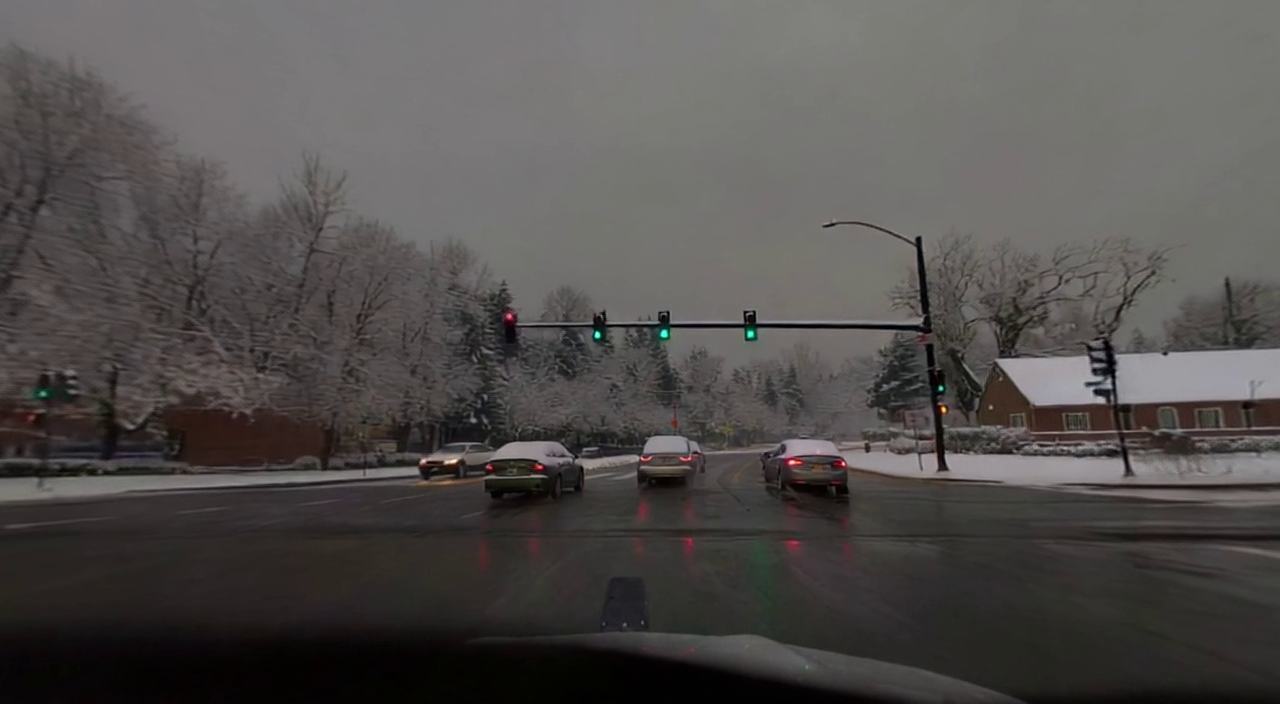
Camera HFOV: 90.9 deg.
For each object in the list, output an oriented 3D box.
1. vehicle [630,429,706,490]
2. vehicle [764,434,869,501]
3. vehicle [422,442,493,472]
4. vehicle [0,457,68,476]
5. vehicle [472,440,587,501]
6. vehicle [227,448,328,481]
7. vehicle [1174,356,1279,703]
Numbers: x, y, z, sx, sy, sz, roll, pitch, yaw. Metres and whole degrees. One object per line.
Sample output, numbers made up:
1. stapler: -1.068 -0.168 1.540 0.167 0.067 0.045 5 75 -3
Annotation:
1. vehicle: 1.031 3.501 20.847 2.250 1.768 4.574 -1 -9 5
2. vehicle: 4.423 2.940 16.364 1.859 1.540 3.454 -1 -9 3
3. vehicle: -9.898 5.725 34.605 2.009 1.527 4.534 -2 -9 9
4. vehicle: -47.336 8.918 49.212 3.648 1.387 1.853 -1 -9 7
5. vehicle: -2.901 3.235 17.709 2.006 1.464 4.586 -1 -9 5
6. vehicle: -17.381 5.385 30.546 1.869 1.449 4.417 -1 -9 7
7. vehicle: 3.481 0.541 0.445 2.106 1.636 4.655 0 -9 0
